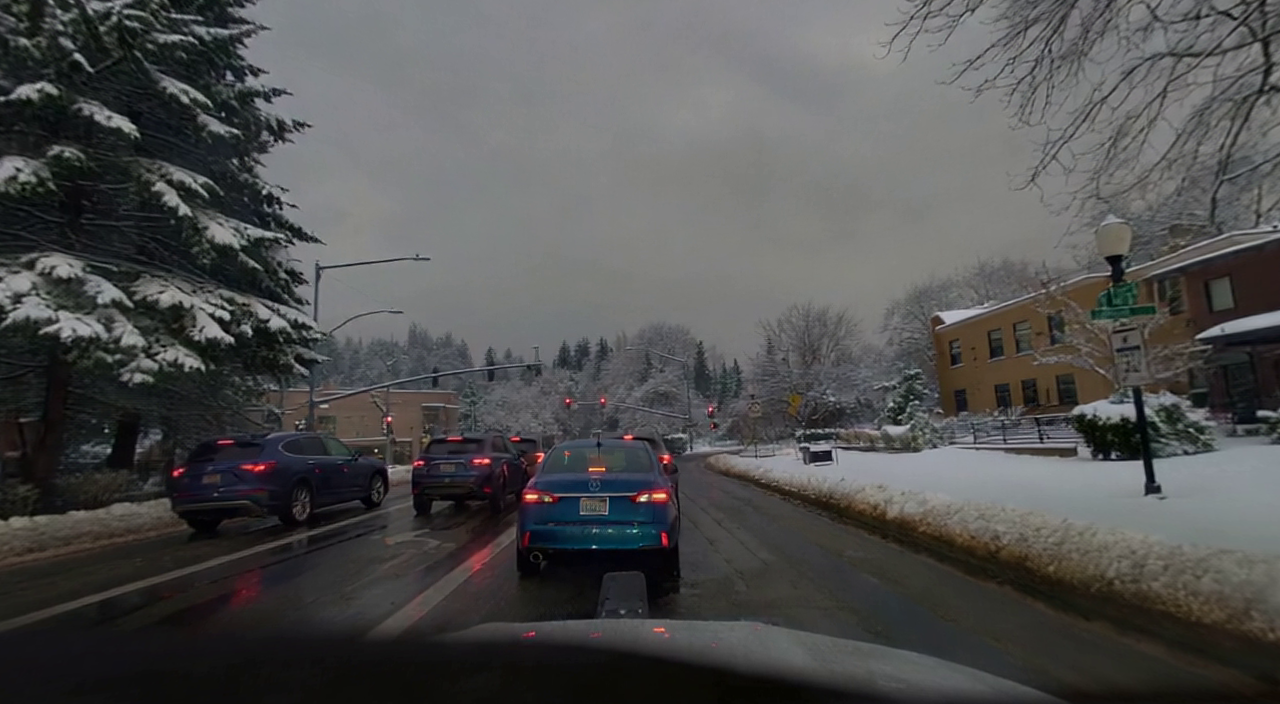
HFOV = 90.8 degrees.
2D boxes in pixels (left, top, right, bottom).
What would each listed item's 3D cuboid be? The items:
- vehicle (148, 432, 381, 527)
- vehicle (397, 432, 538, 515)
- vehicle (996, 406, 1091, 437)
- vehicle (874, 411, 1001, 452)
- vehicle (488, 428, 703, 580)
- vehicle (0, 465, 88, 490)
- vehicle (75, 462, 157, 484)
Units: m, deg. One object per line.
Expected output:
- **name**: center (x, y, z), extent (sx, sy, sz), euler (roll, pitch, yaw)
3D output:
- **vehicle**: center (-7.284, 2.505, 12.944), extent (2.096, 1.593, 4.288), euler (0, -9, 1)
- **vehicle**: center (-3.631, 2.637, 14.148), extent (1.969, 1.570, 4.019), euler (0, -9, 1)
- **vehicle**: center (28.506, 4.950, 44.891), extent (5.333, 1.880, 2.130), euler (-7, -9, 26)
- **vehicle**: center (13.932, 3.774, 29.831), extent (4.975, 1.809, 1.956), euler (0, -9, 1)
- **vehicle**: center (-0.423, 1.797, 8.234), extent (2.104, 1.472, 3.946), euler (0, -9, 0)
- **vehicle**: center (-36.618, 7.634, 38.536), extent (4.093, 1.440, 1.804), euler (0, -9, 0)
- **vehicle**: center (-36.354, 8.368, 43.886), extent (3.918, 1.423, 1.861), euler (0, -9, -1)
